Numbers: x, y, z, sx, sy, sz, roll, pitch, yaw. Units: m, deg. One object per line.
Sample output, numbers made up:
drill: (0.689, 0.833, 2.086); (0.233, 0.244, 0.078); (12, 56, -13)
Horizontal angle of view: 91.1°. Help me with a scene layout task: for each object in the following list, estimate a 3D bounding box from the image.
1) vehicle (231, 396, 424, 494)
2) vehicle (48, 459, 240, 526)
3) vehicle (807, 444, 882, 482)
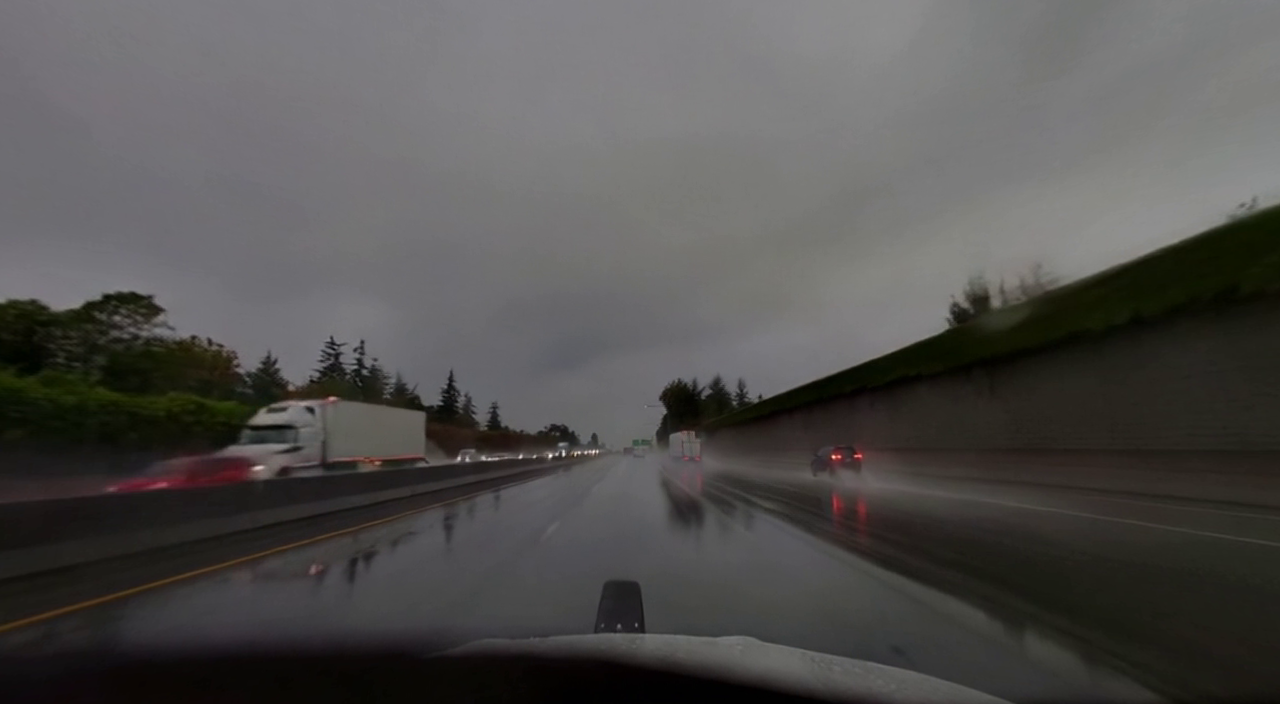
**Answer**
vehicle: (-16.670, 5.329, 35.796); (3.679, 4.369, 14.373); (0, -9, 0)
vehicle: (-13.384, 3.776, 17.343); (2.084, 1.517, 3.896); (0, -9, 0)
vehicle: (9.704, 5.297, 30.288); (1.950, 1.632, 4.845); (0, -9, 0)
